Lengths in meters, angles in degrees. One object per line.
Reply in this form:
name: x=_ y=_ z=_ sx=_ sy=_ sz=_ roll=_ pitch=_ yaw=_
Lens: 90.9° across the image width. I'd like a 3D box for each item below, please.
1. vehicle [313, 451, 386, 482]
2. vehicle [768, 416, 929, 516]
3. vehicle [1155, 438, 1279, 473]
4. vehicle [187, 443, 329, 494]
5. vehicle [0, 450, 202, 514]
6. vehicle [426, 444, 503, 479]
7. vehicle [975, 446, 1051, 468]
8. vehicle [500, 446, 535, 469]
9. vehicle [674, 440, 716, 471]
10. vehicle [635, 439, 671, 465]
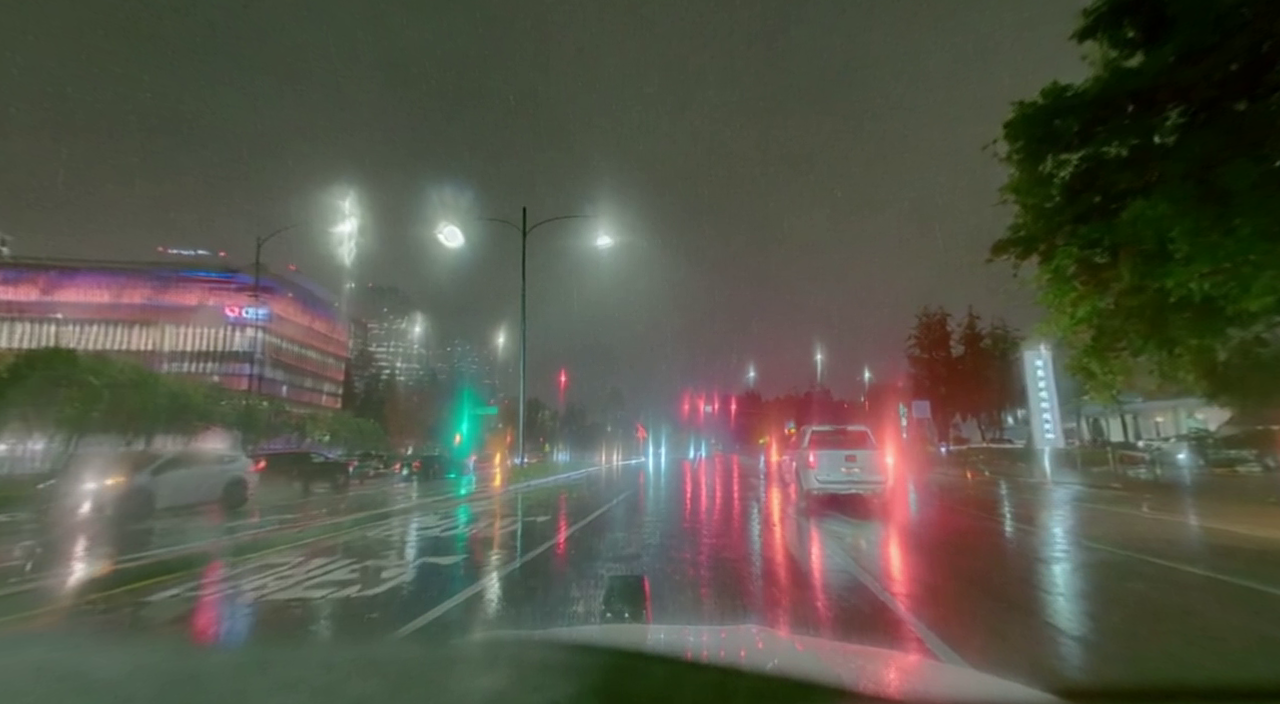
vehicle: x=-15.321 y=6.054 z=33.555 sx=1.804 sy=1.437 sz=4.560 roll=0 pitch=-8 yaw=-1
vehicle: x=4.322 y=2.448 z=14.084 sx=2.282 sy=1.797 sz=4.924 roll=-1 pitch=-8 yaw=5
vehicle: x=28.640 y=5.028 z=30.561 sx=2.043 sy=1.496 sz=5.210 roll=3 pitch=-10 yaw=-21
vehicle: x=-15.873 y=4.827 z=26.729 sx=2.200 sy=1.884 sz=5.653 roll=-1 pitch=-8 yaw=4
vehicle: x=-15.955 y=3.786 z=18.959 sx=1.937 sy=1.605 sz=4.531 roll=-1 pitch=-8 yaw=6
vehicle: x=-8.409 y=5.265 z=30.645 sx=2.047 sy=1.572 sz=4.472 roll=-1 pitch=-8 yaw=6
vehicle: x=27.039 y=7.615 z=45.812 sx=4.361 sy=1.429 sz=1.843 roll=0 pitch=-9 yaw=11
vehicle: x=-8.647 y=7.452 z=44.735 sx=1.884 sy=1.456 sz=4.356 roll=0 pitch=-8 yaw=-3
vehicle: x=2.963 y=5.449 z=33.412 sx=2.059 sy=1.477 sz=3.988 roll=-1 pitch=-8 yaw=7
vehicle: x=0.974 y=6.940 z=43.937 sx=2.057 sy=1.678 sz=4.639 roll=-1 pitch=-8 yaw=7
